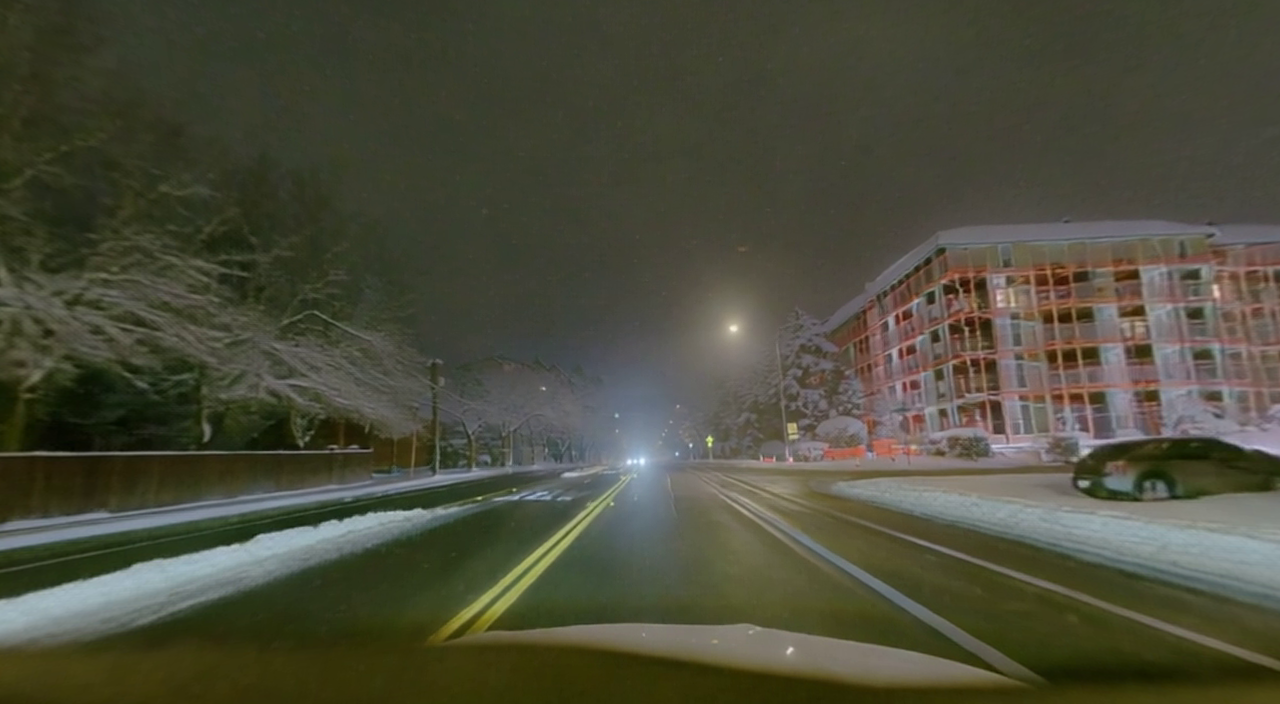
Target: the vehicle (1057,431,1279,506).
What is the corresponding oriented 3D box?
[{"bbox_3d":[11.558,2.394,13.189,4.251,1.418,1.896,-1,-9,4],"label":"vehicle"}]
